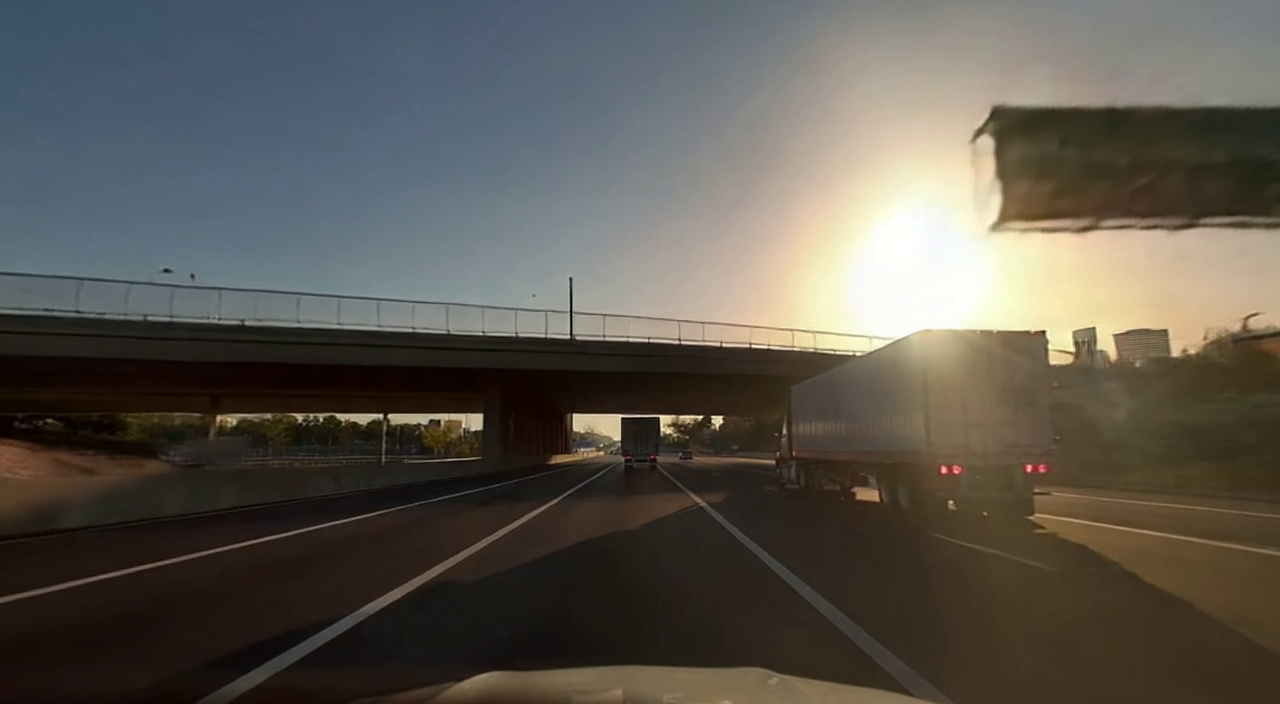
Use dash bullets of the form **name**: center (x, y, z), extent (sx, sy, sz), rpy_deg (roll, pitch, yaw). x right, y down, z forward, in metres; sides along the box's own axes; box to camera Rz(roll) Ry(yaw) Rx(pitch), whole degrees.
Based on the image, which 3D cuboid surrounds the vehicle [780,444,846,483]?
- **vehicle**: center (7.225, 4.691, 26.702), extent (1.687, 1.503, 3.688), rpy_deg (0, -9, 0)
